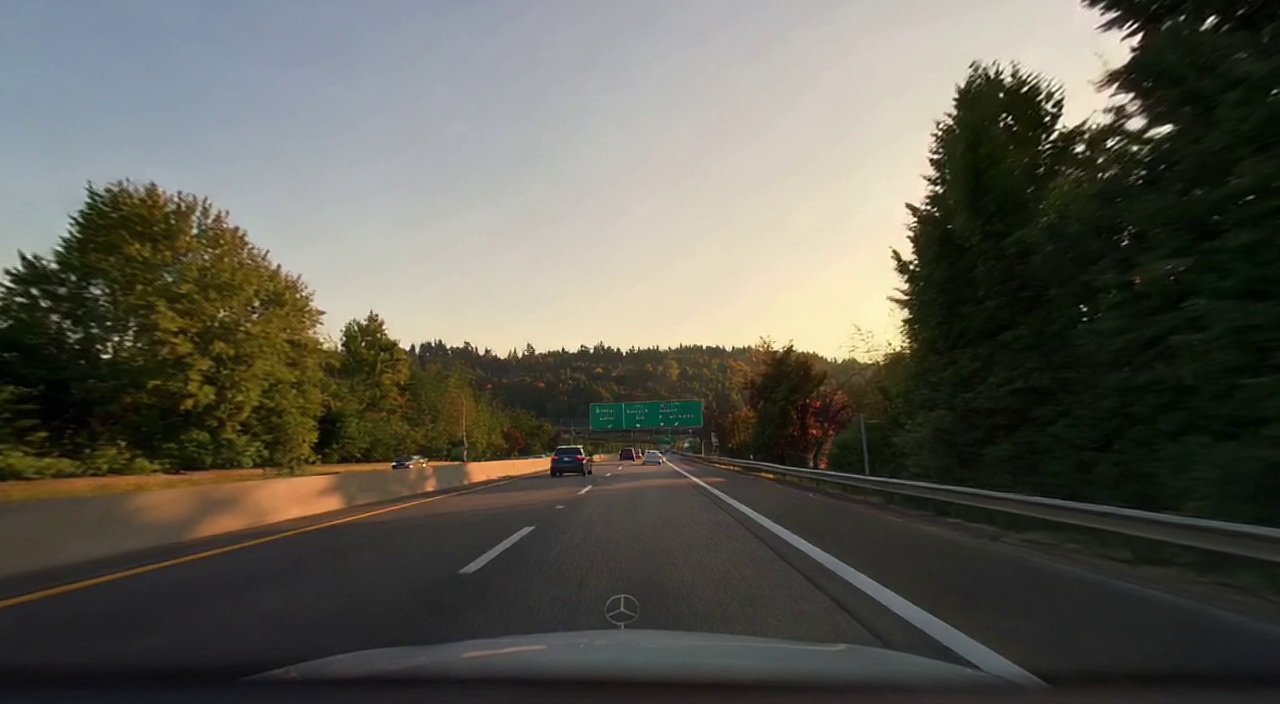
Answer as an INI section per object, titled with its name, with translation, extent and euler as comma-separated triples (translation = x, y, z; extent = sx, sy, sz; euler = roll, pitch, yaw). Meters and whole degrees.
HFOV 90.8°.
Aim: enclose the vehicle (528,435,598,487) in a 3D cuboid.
[vehicle]
translation = -2.918, 4.258, 24.986
extent = 2.143, 1.853, 4.123
euler = -1, -9, 2
